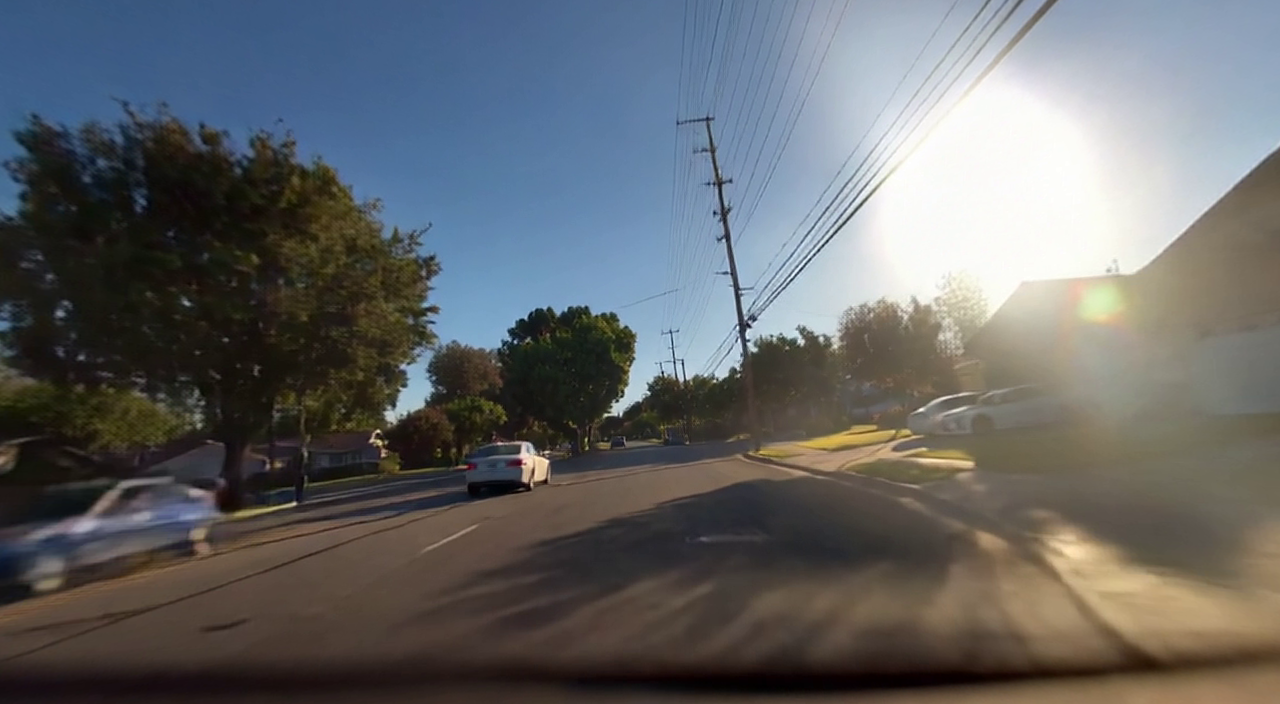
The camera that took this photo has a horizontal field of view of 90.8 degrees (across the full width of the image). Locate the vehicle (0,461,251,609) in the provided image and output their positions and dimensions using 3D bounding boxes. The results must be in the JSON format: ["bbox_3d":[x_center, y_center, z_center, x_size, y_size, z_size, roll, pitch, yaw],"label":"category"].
[{"bbox_3d":[-8.175,2.438,9.342,1.960,1.506,4.714,0,-8,-2],"label":"vehicle"}]

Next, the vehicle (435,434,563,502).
[{"bbox_3d":[-3.354,2.860,16.139,2.041,1.471,4.602,0,-8,2],"label":"vehicle"}]

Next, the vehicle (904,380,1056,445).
[{"bbox_3d":[10.539,2.050,20.171,2.121,1.799,5.124,0,-8,2],"label":"vehicle"}]

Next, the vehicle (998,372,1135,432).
[{"bbox_3d":[13.497,1.702,20.335,1.894,1.664,4.159,0,-8,7],"label":"vehicle"}]
